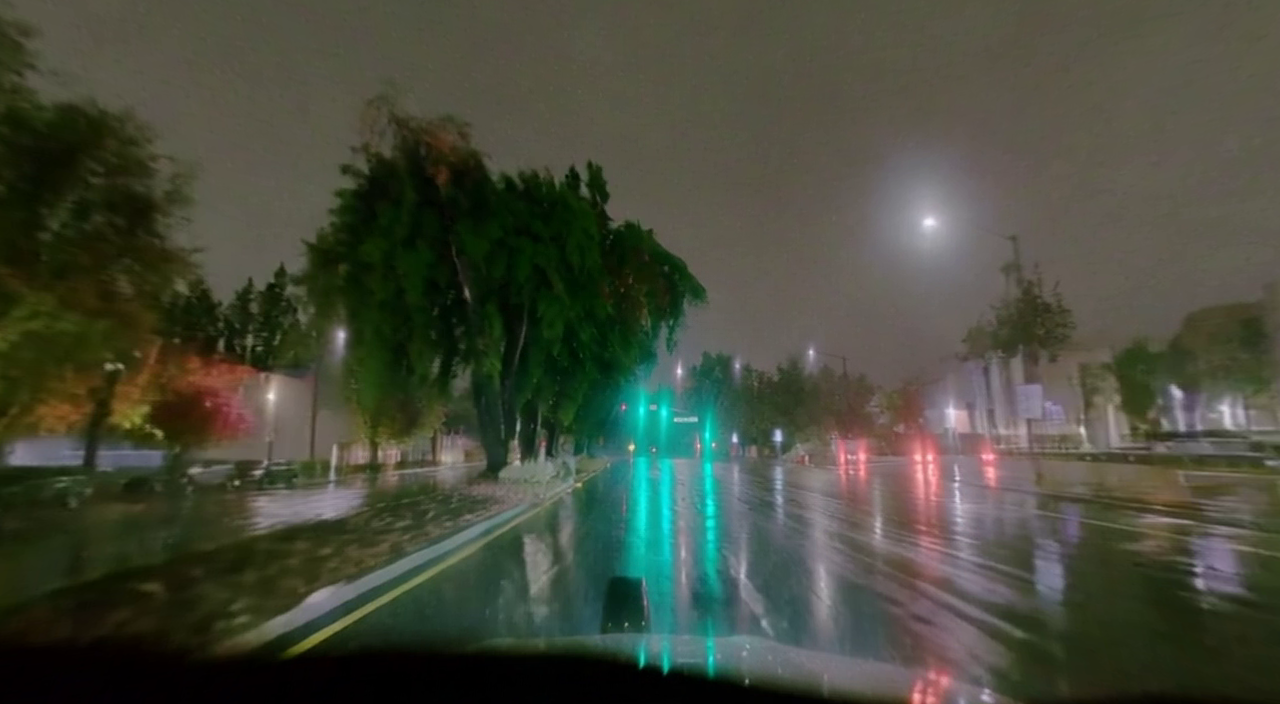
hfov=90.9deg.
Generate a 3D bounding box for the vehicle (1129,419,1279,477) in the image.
[{"bbox_3d":[22.113,3.589,23.673,5.532,2.065,2.166,0,-8,1],"label":"vehicle"}]

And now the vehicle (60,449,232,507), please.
[{"bbox_3d":[-17.868,4.525,23.265,1.941,1.848,5.279,0,-8,2],"label":"vehicle"}]

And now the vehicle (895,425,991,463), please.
[{"bbox_3d":[21.875,6.695,45.768,5.506,2.643,2.681,0,-8,3],"label":"vehicle"}]

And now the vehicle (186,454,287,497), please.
[{"bbox_3d":[-18.106,5.524,28.518,1.808,1.488,4.202,-2,-6,0],"label":"vehicle"}]
